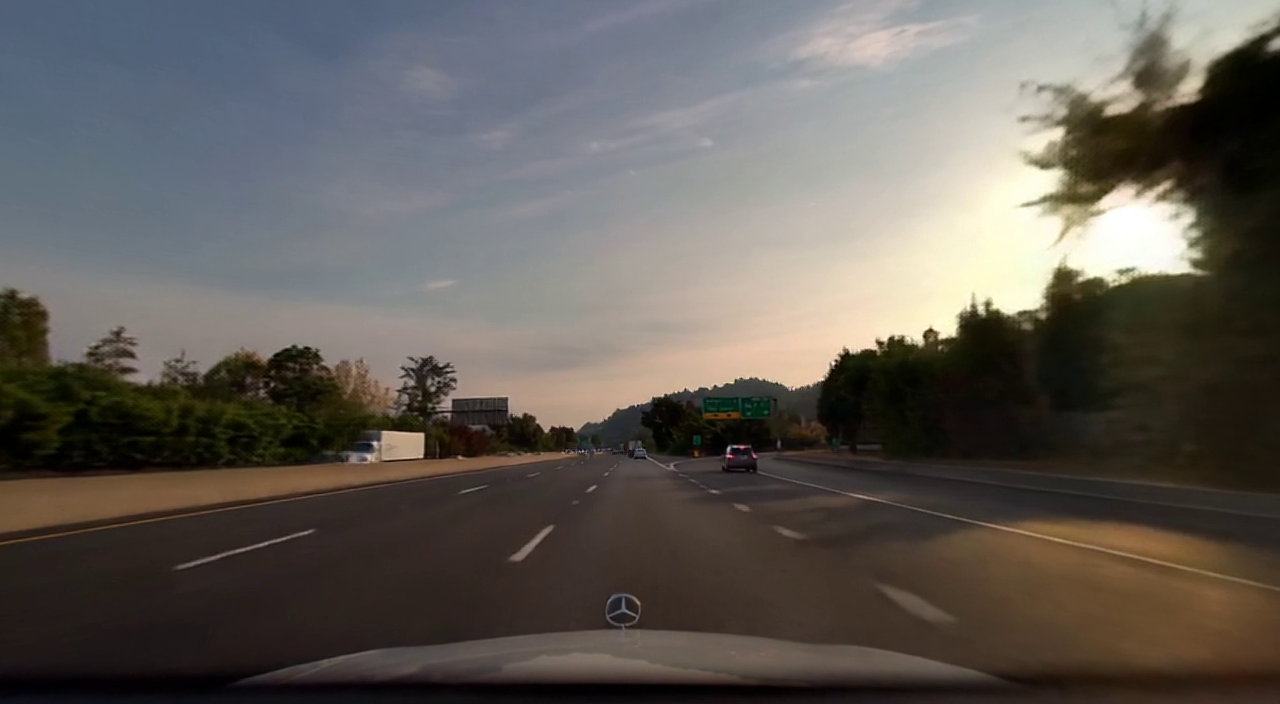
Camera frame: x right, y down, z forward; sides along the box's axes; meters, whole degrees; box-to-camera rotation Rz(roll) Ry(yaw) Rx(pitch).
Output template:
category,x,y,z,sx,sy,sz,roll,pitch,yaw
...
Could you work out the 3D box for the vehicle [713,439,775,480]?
category,x,y,z,sx,sy,sz,roll,pitch,yaw
vehicle,4.695,4.948,29.294,2.096,1.712,4.697,0,-9,0
